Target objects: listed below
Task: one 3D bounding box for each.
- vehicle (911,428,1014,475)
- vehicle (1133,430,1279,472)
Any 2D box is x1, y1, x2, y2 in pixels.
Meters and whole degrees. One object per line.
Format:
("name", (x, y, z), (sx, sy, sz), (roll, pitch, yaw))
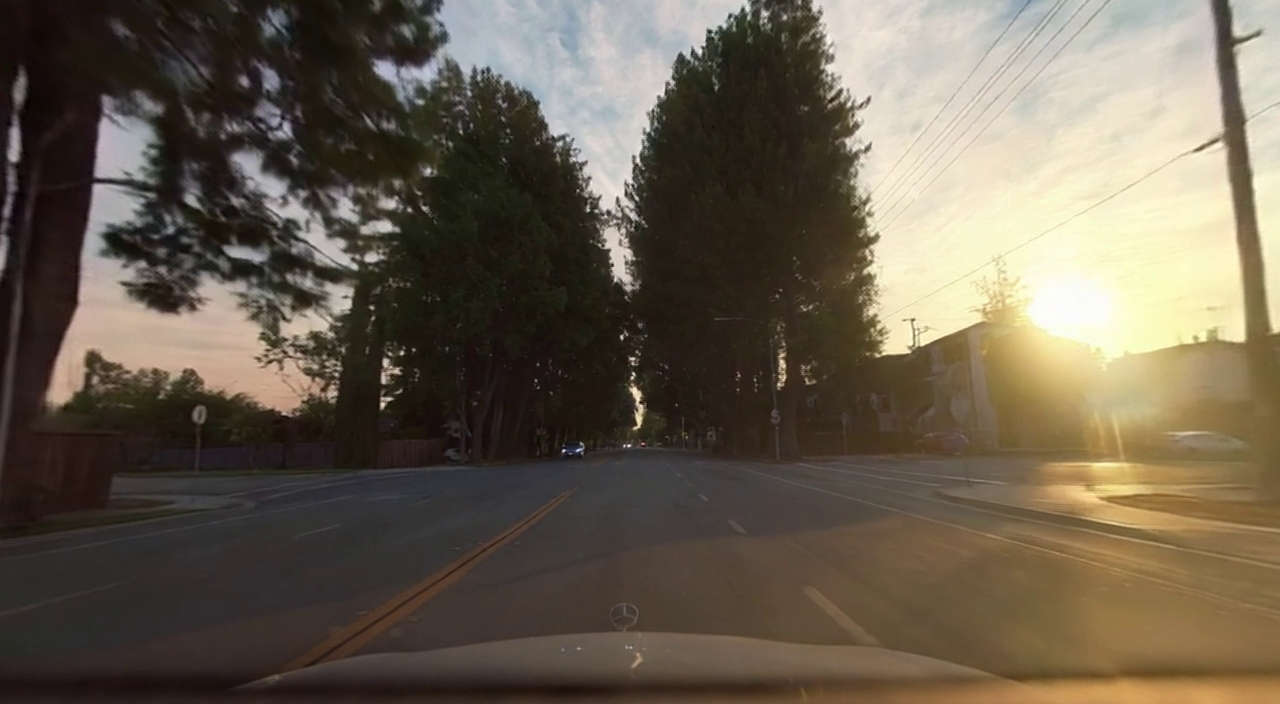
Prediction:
("vehicle", (14.515, 4.441, 28.217), (4.771, 1.912, 2.137), (6, -11, -37))
("vehicle", (24.601, 4.282, 27.311), (4.508, 1.687, 2.070), (-3, -9, 21))
